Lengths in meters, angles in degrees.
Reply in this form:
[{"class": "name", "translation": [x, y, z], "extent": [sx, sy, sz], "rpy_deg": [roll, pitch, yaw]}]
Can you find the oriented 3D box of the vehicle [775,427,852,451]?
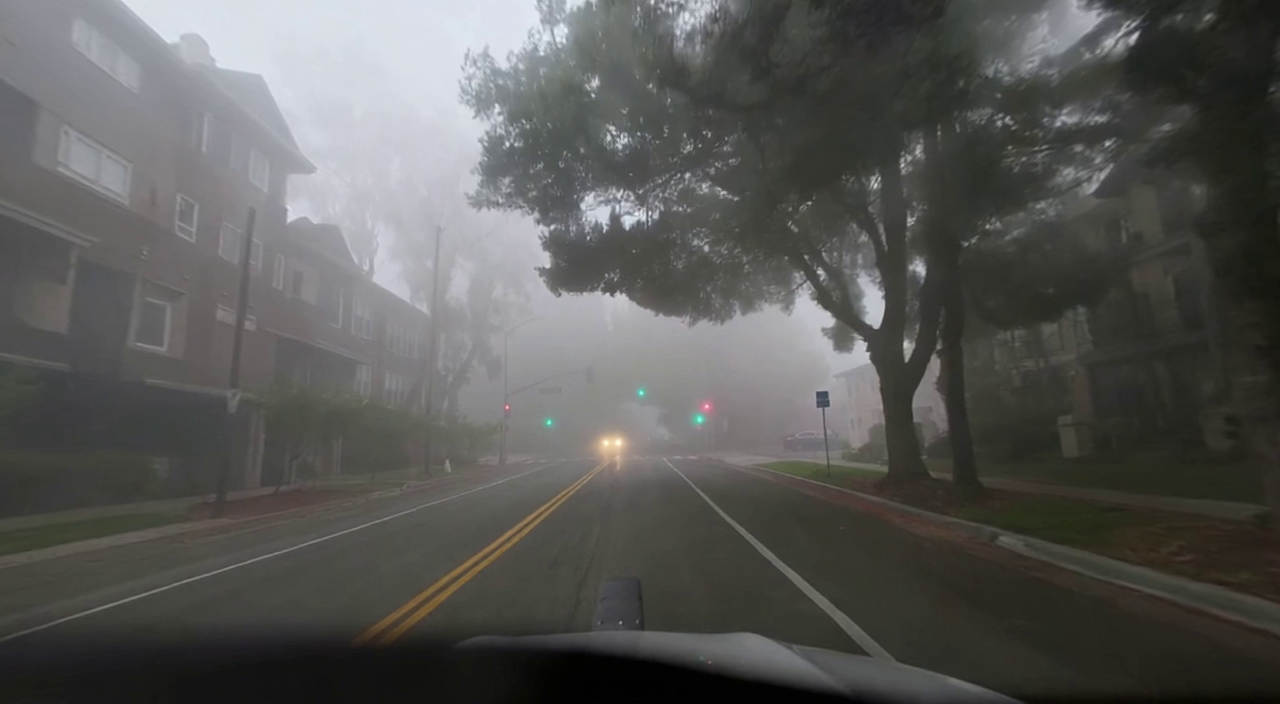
[{"class": "vehicle", "translation": [12.704, 6.411, 46.427], "extent": [4.908, 1.521, 2.108], "rpy_deg": [-1, -8, -3]}]
